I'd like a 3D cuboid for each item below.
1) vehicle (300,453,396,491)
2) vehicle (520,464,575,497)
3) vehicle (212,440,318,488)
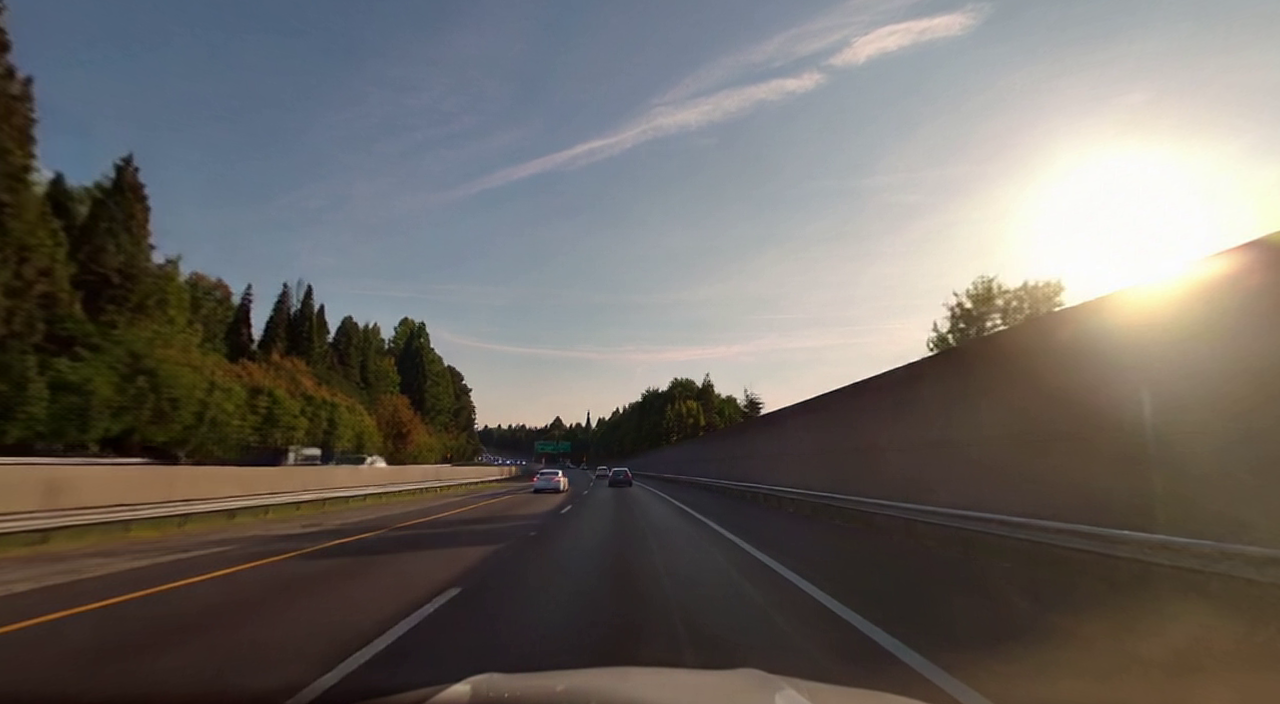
[{"bbox_3d":[-12.626,5.259,27.661,1.971,1.512,4.738,1,-11,-1],"label":"vehicle"},{"bbox_3d":[-4.654,6.595,32.500,2.310,1.521,4.731,1,-11,-2],"label":"vehicle"},{"bbox_3d":[-16.450,5.003,27.952,1.896,1.914,4.519,1,-11,-1],"label":"vehicle"}]
